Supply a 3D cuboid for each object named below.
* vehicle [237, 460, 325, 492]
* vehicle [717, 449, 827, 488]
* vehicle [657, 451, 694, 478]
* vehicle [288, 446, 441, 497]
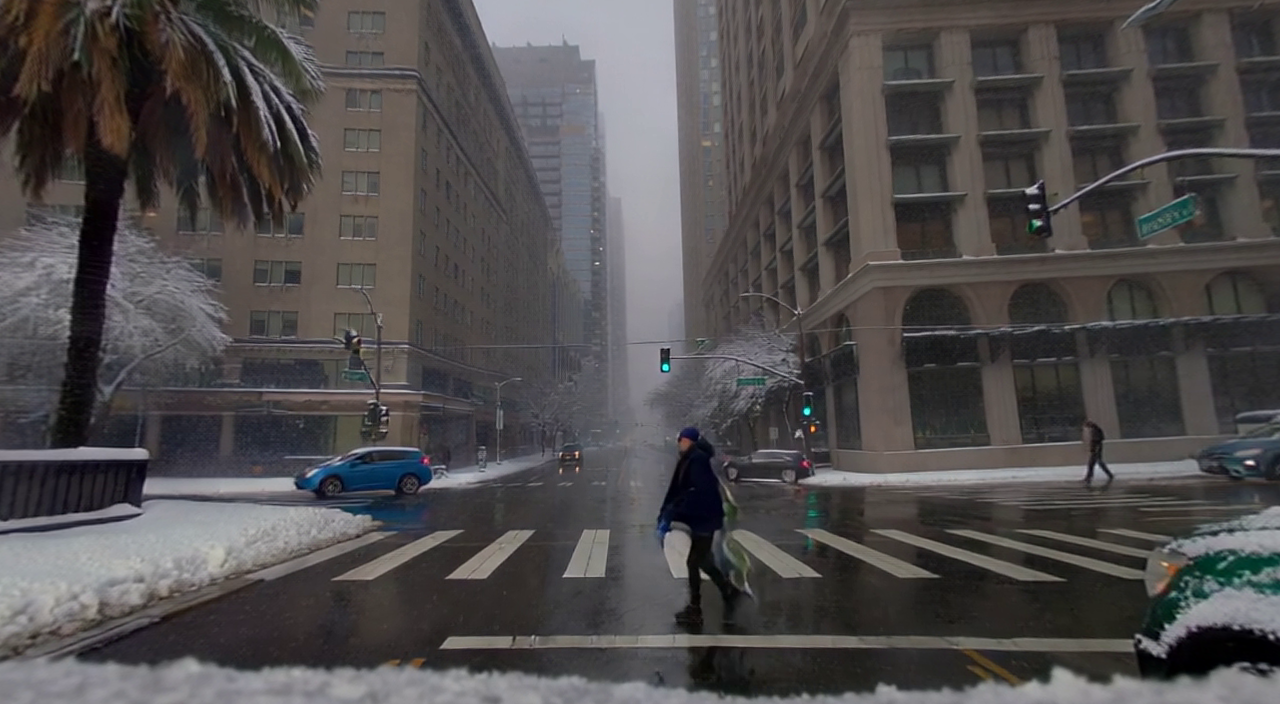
[{"bbox_3d":[-19.954,6.864,35.397,2.069,1.540,4.774,0,-8,0],"label":"vehicle"},{"bbox_3d":[5.762,5.066,27.864,4.273,1.525,2.000,-8,-12,43],"label":"vehicle"},{"bbox_3d":[2.530,8.252,46.663,2.325,1.810,4.827,0,-8,-2],"label":"vehicle"},{"bbox_3d":[-9.200,4.005,21.535,4.499,1.594,1.898,2,-9,-15],"label":"vehicle"}]
